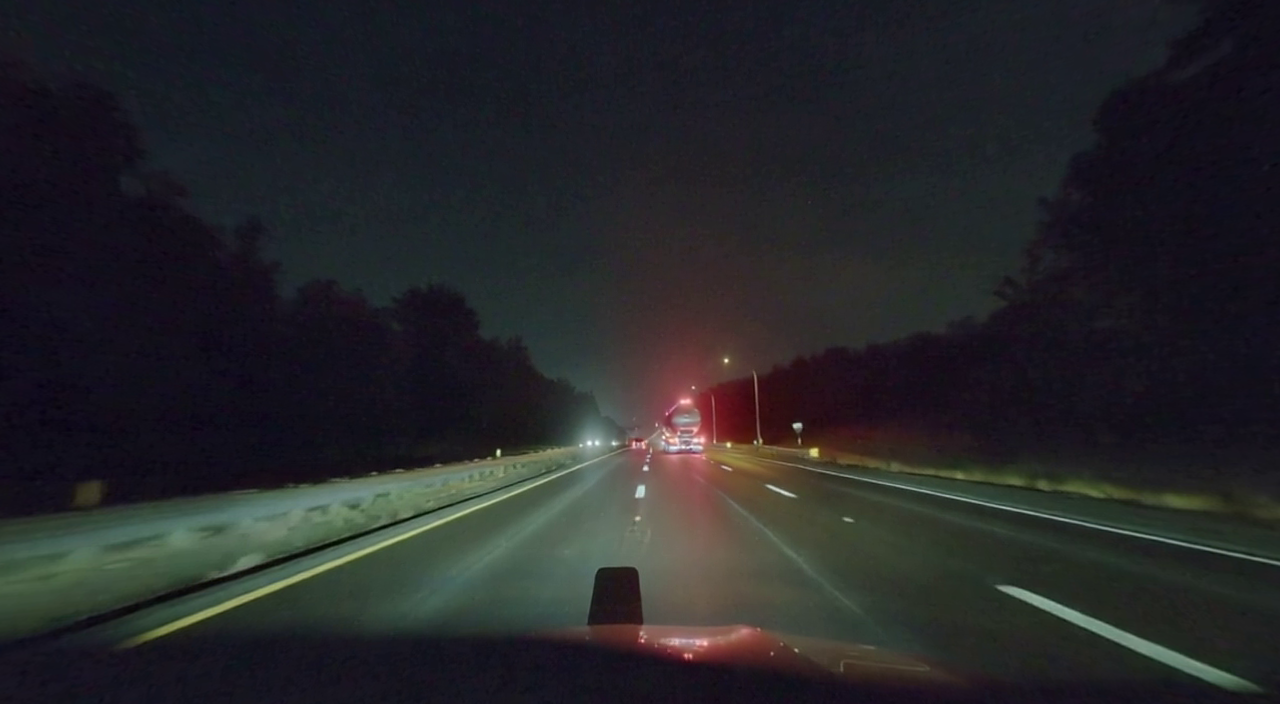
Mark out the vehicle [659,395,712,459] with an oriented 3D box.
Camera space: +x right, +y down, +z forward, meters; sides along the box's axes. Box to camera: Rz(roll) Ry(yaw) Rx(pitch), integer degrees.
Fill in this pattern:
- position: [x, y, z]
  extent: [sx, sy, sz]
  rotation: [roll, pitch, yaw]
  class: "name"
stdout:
- position: [2.884, 5.263, 43.265]
  extent: [2.946, 3.745, 11.516]
  rotation: [-1, -8, 1]
  class: "vehicle"
